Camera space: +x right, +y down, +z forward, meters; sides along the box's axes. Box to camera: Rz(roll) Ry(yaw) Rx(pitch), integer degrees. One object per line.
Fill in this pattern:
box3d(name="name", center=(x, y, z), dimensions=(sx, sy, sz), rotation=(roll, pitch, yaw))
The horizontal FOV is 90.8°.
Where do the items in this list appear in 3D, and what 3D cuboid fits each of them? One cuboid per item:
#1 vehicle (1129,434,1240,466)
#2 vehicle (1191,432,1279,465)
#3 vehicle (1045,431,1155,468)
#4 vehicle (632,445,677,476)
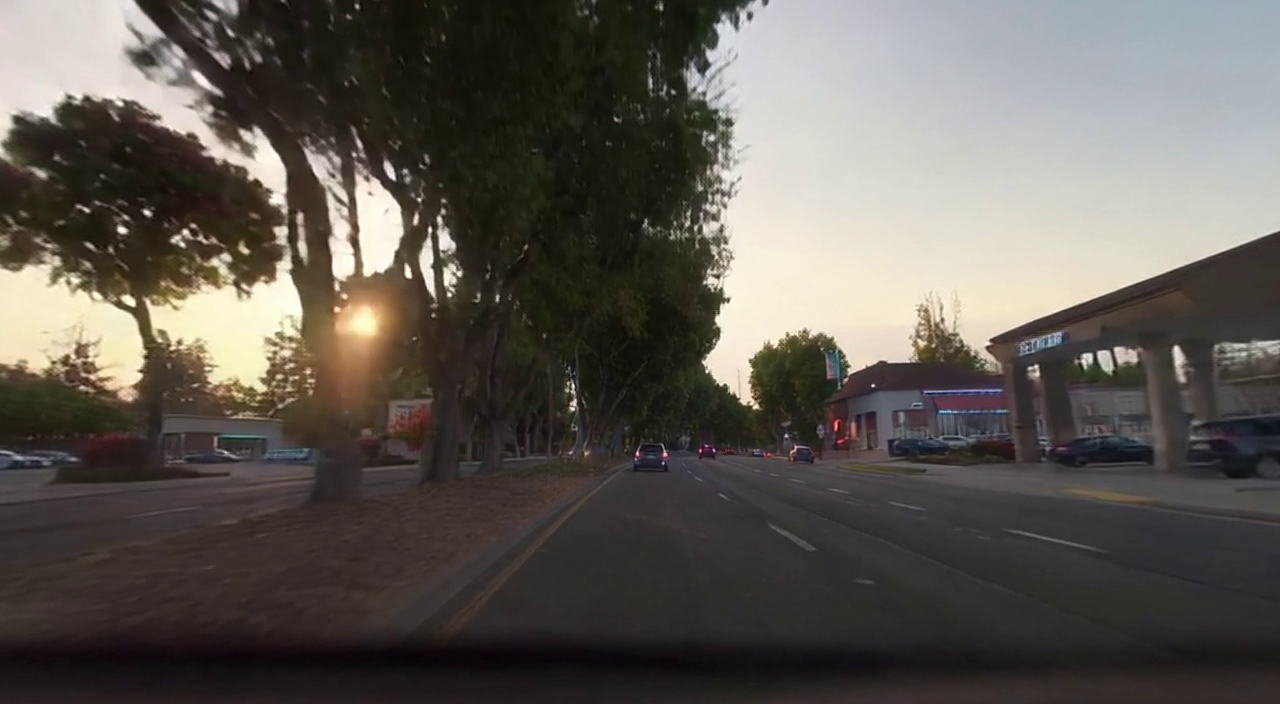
box3d(name="vehicle", center=(27.116, 4.903, 31.635), dimensions=(1.844, 1.481, 3.904), rotation=(1, -8, -6))
box3d(name="vehicle", center=(29.925, 4.750, 31.142), dimensions=(1.799, 1.506, 3.944), rotation=(0, -9, -3))
box3d(name="vehicle", center=(22.190, 4.703, 30.699), dimensions=(1.864, 1.655, 4.179), rotation=(1, -8, -6))
box3d(name="vehicle", center=(0.757, 5.410, 31.732), dimensions=(2.095, 1.456, 3.873), rotation=(-1, -8, 2))
